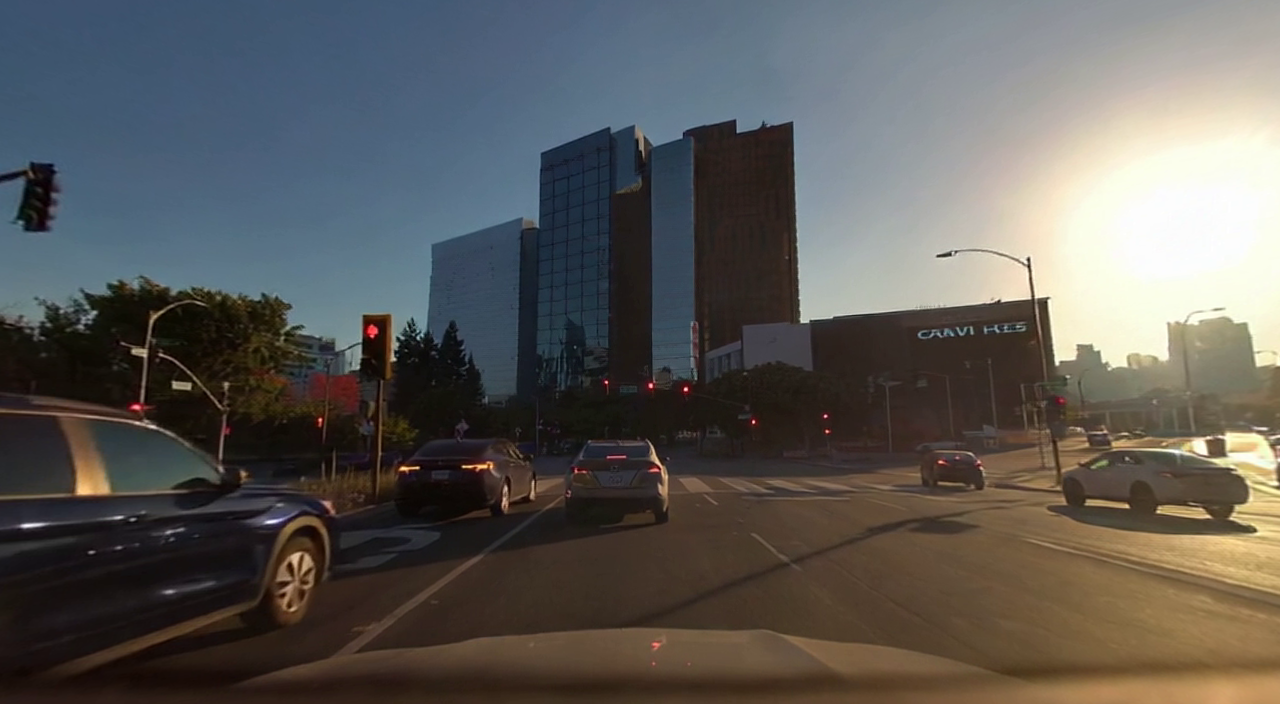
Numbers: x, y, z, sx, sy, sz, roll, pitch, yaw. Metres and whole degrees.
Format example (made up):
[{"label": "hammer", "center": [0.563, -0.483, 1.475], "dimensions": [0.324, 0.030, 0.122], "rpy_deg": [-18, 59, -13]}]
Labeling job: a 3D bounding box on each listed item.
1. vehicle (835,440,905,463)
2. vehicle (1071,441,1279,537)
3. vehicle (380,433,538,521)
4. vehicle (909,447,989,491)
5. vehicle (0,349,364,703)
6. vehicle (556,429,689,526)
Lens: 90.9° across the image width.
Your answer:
[{"label": "vehicle", "center": [17.240, 7.431, 47.221], "dimensions": [5.064, 1.670, 1.966], "rpy_deg": [4, -10, -29]}, {"label": "vehicle", "center": [10.724, 2.463, 12.071], "dimensions": [1.936, 1.474, 4.331], "rpy_deg": [0, -8, 1]}, {"label": "vehicle", "center": [-3.461, 2.460, 12.995], "dimensions": [1.939, 1.474, 4.327], "rpy_deg": [0, -8, 0]}, {"label": "vehicle", "center": [12.488, 4.707, 25.739], "dimensions": [1.935, 1.435, 4.141], "rpy_deg": [3, -8, 12]}, {"label": "vehicle", "center": [-3.451, 0.955, 3.147], "dimensions": [2.057, 1.678, 4.639], "rpy_deg": [0, -8, 0]}, {"label": "vehicle", "center": [-0.307, 2.252, 11.844], "dimensions": [2.059, 1.477, 3.988], "rpy_deg": [0, -8, -1]}]
